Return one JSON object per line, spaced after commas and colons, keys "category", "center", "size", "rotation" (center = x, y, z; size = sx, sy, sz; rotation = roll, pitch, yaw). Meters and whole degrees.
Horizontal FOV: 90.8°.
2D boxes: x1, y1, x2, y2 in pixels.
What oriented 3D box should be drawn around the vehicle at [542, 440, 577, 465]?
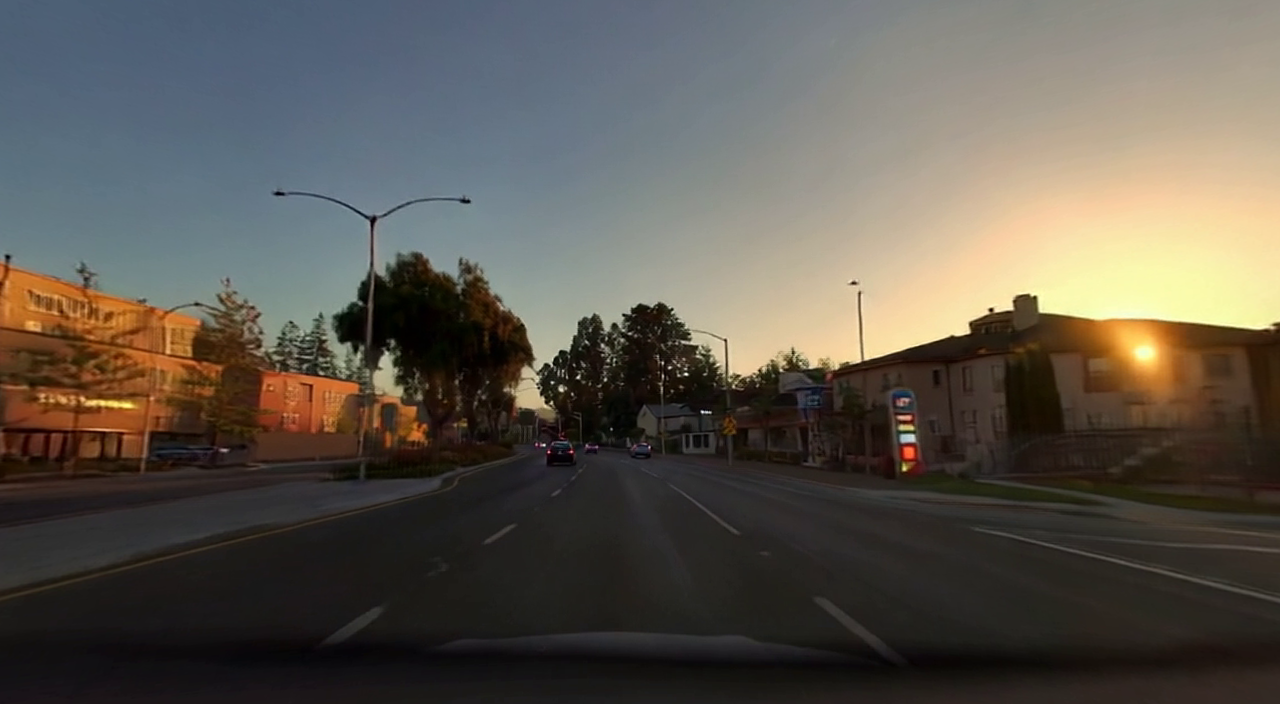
{"category": "vehicle", "center": [-5.958, 7.521, 47.351], "size": [2.381, 1.721, 4.186], "rotation": [0, -9, -4]}
